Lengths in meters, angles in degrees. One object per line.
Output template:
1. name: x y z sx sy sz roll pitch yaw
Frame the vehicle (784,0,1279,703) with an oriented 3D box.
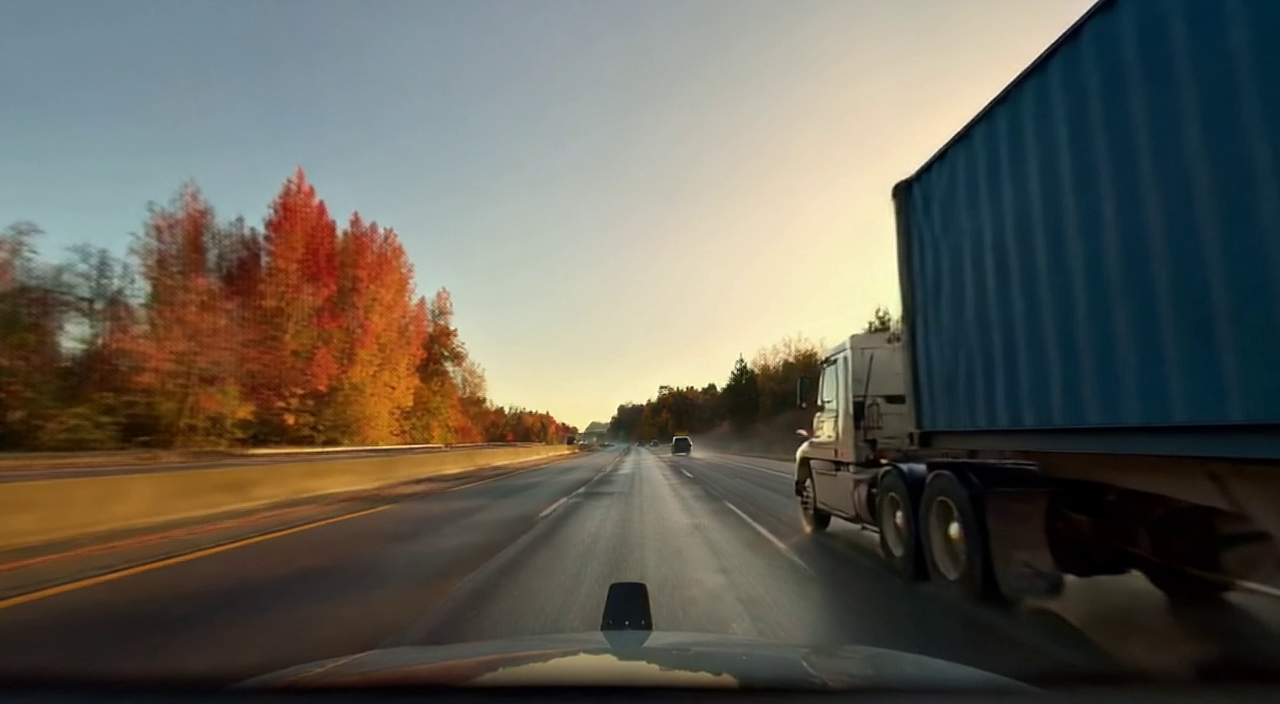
1. vehicle: 3.979 -0.121 4.577 2.903 4.003 13.046 0 -8 1
